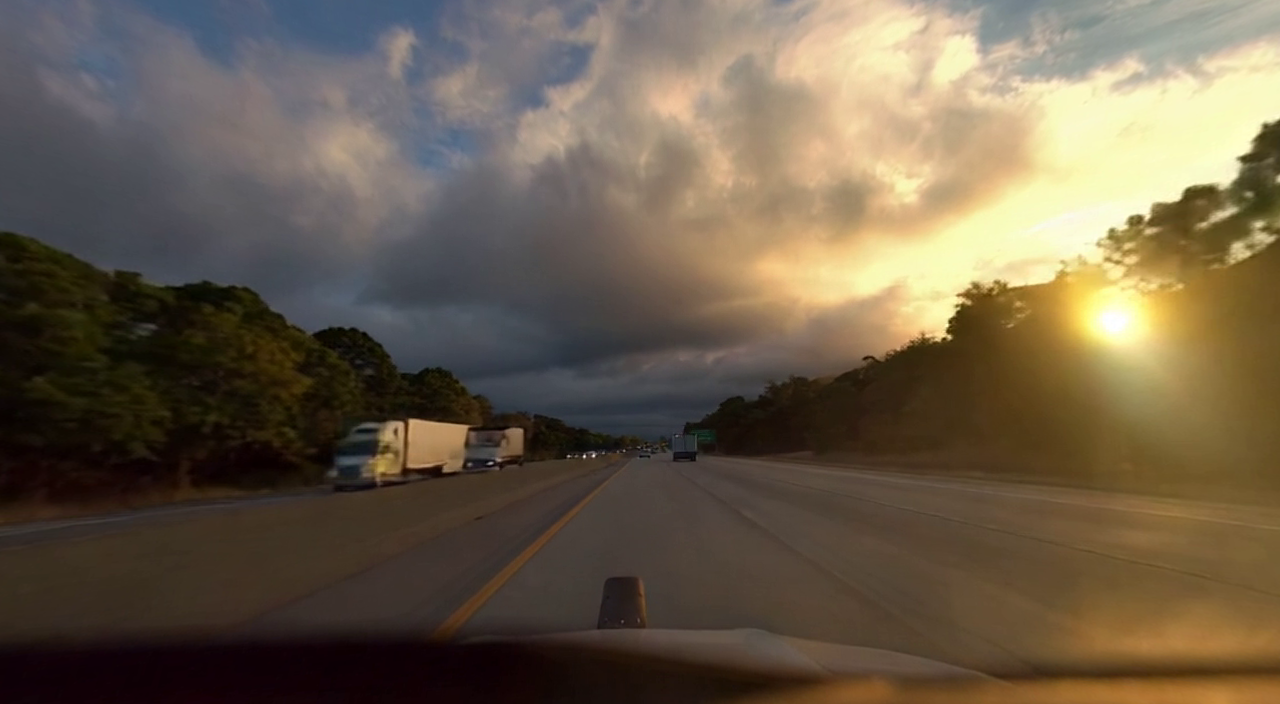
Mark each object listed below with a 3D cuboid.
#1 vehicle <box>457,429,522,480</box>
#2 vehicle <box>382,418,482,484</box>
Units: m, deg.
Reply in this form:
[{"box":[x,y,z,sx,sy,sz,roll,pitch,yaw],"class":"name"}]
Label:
[{"box":[-8.507,5.879,36.289,2.278,2.697,5.610,0,-9,0],"class":"vehicle"},{"box":[-13.044,6.405,40.797,2.950,3.735,9.889,0,-9,1],"class":"vehicle"}]
